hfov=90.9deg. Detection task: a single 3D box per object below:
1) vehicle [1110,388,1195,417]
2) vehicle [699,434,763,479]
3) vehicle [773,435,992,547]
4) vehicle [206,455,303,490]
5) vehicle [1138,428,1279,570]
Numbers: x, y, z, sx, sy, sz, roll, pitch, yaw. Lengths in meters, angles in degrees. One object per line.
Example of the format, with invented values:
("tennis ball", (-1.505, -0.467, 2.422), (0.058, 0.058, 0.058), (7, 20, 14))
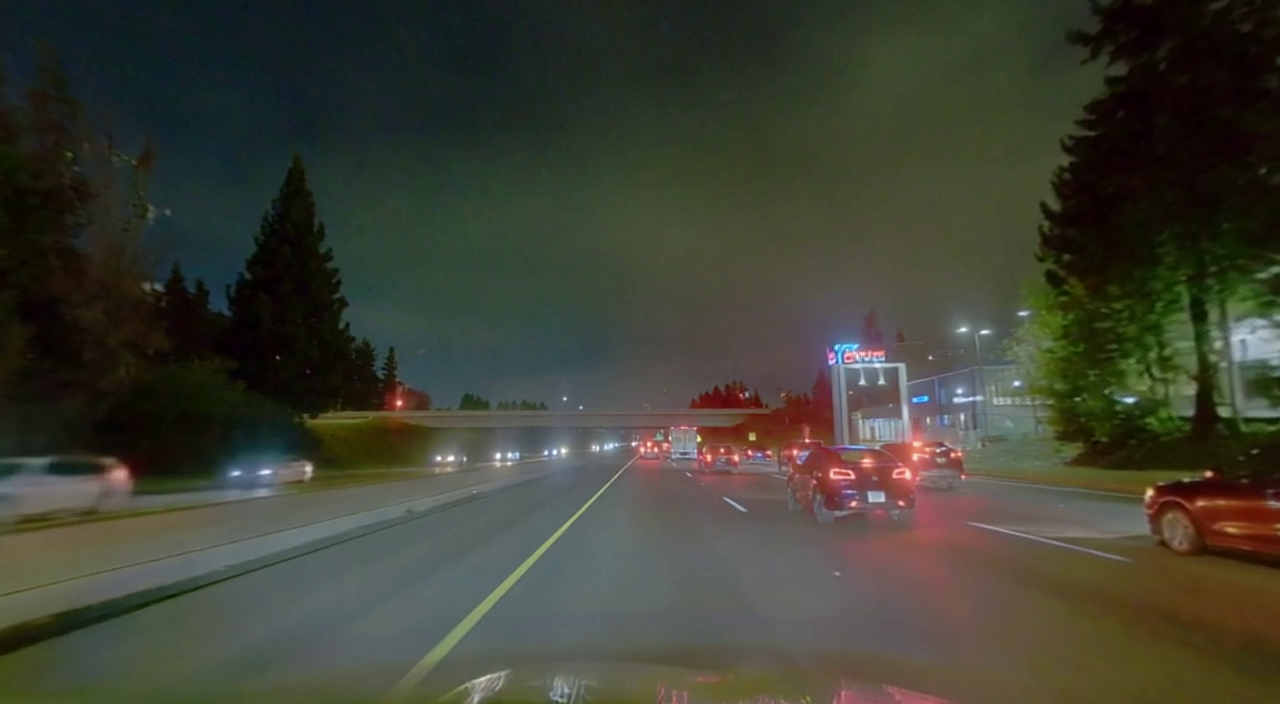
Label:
("vehicle", (35.334, 3.552, 43.671), (2.024, 1.757, 4.696), (0, -8, 2))
("vehicle", (4.003, 4.695, 28.660), (2.086, 1.858, 4.737), (0, -8, -1))
("vehicle", (3.718, 2.193, 10.716), (1.902, 1.481, 4.451), (0, -8, -1))
("vehicle", (-18.611, 5.789, 30.698), (1.913, 1.484, 4.502), (0, -8, -1))
("vehicle", (7.669, 1.488, 6.246), (1.919, 1.476, 4.303), (0, -8, 0))
